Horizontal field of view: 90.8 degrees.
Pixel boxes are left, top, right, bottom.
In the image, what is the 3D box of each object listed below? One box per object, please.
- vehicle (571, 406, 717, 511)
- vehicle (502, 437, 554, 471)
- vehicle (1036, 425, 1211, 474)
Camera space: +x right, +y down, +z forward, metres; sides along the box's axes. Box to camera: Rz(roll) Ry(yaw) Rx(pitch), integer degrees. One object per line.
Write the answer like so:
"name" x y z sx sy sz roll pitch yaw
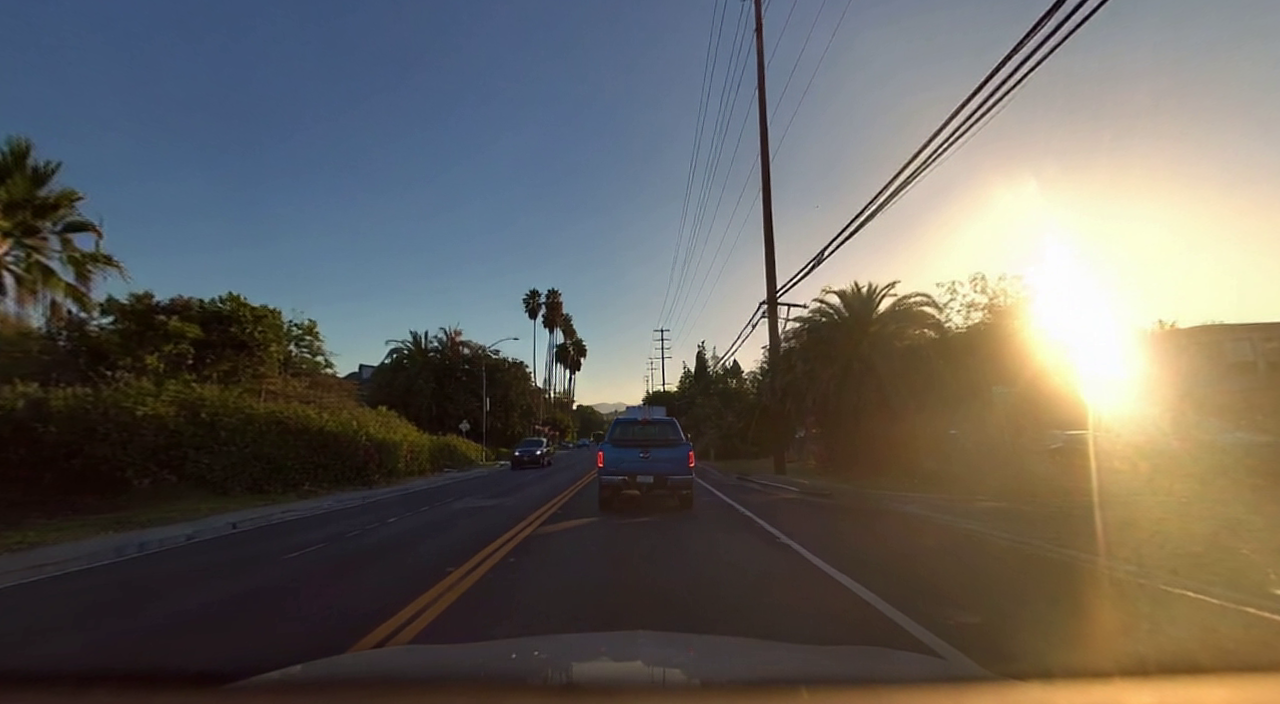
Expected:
"vehicle" 0.008 2.518 15.419 2.848 2.047 5.885 0 -8 -1
"vehicle" -5.897 5.426 33.825 2.140 1.706 4.229 0 -8 -2
"vehicle" 20.323 4.163 27.106 2.277 1.836 6.267 0 -9 -4
